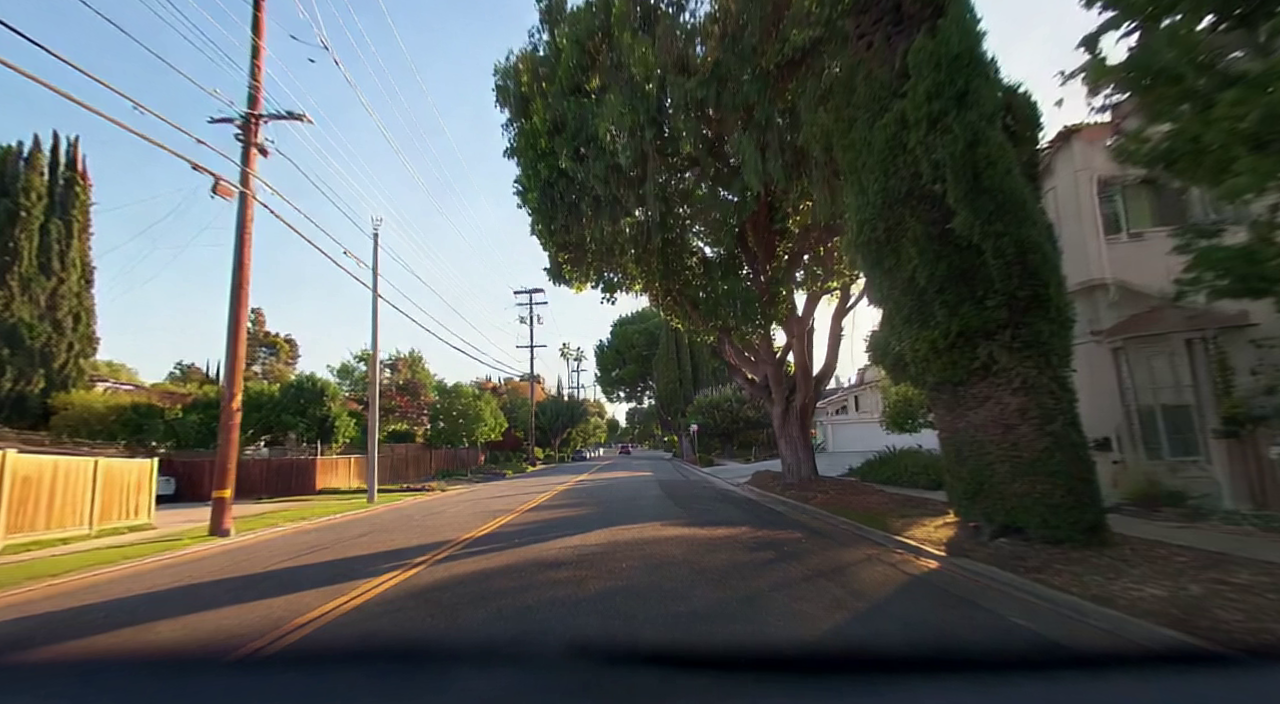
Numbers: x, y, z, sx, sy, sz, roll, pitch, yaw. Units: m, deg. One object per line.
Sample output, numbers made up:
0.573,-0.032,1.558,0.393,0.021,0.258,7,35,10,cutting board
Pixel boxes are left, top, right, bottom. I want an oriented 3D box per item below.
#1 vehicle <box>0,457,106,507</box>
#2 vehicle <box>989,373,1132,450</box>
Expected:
-25.735,5.613,27.449,3.243,2.006,1.893,0,-8,3,vehicle
21.240,3.257,32.540,2.918,3.393,7.033,-3,-9,7,vehicle
